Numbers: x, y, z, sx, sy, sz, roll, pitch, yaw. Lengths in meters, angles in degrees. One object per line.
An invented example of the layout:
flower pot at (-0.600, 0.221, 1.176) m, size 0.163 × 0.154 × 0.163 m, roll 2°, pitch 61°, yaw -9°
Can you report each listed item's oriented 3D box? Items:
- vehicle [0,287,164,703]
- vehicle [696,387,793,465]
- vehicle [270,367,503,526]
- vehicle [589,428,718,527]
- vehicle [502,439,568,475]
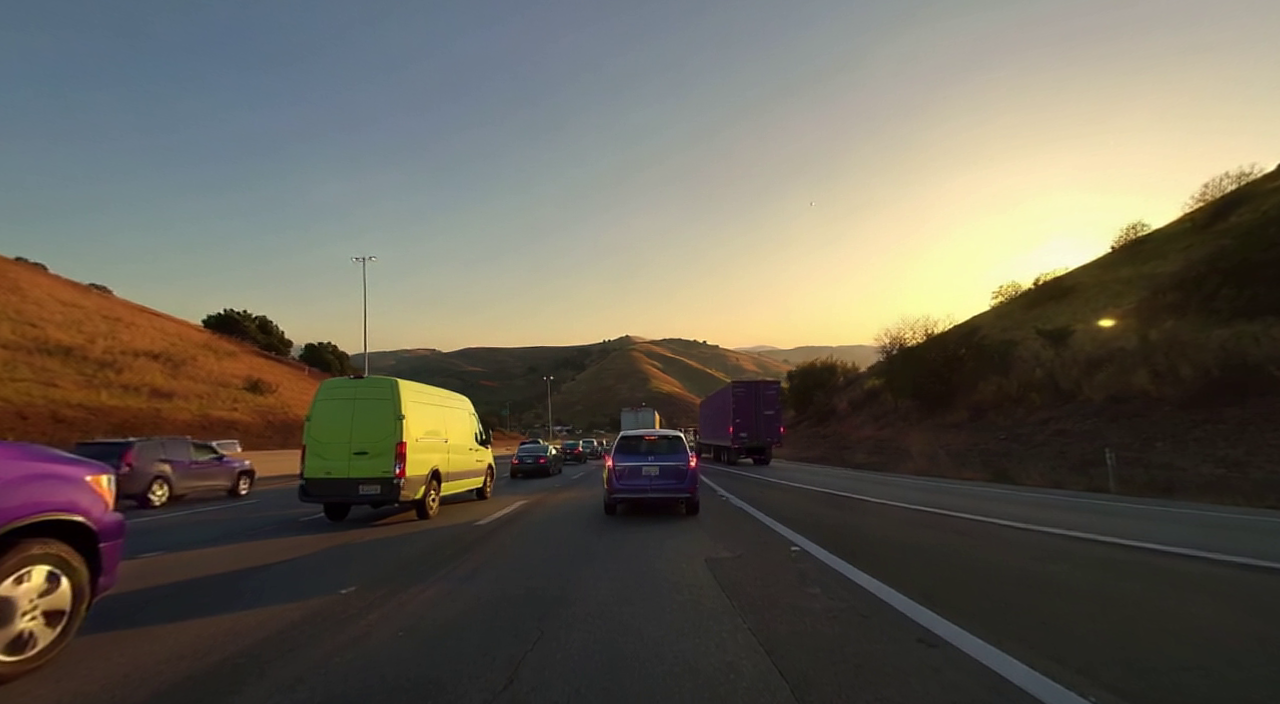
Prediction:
vehicle at (-4.245, 0.476, 1.329) m, size 2.195 × 2.086 × 5.445 m, roll 0°, pitch -8°, yaw 0°
vehicle at (6.540, 5.318, 43.348) m, size 2.989 × 4.277 × 16.586 m, roll 0°, pitch -8°, yaw -3°
vehicle at (-4.649, 1.913, 12.933) m, size 2.300 × 2.522 × 5.701 m, roll 0°, pitch -8°, yaw 1°
vehicle at (0.174, 2.249, 11.838) m, size 2.003 × 1.499 × 3.930 m, roll 0°, pitch -8°, yaw -1°
vehicle at (-4.485, 4.562, 27.658) m, size 2.007 × 1.457 × 4.447 m, roll -1°, pitch -8°, yaw 1°
